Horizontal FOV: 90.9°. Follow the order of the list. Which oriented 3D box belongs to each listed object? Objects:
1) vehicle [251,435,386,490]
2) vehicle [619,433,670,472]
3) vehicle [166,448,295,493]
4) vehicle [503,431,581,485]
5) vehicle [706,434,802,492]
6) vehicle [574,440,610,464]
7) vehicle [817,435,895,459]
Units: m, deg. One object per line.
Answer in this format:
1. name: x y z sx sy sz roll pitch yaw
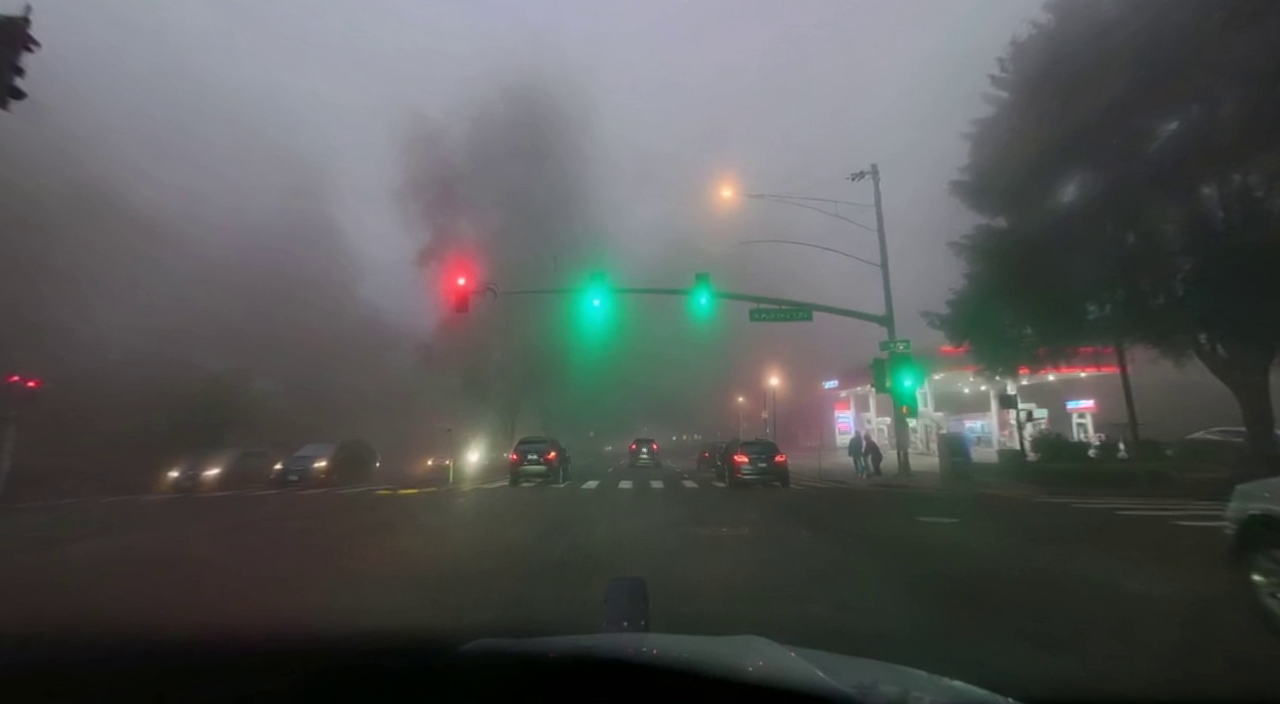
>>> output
1. vehicle: -11.737 4.043 23.571 2.133 1.788 5.468 0 -8 0
2. vehicle: 0.201 4.685 29.555 2.192 1.674 4.124 0 -8 0
3. vehicle: -15.152 4.361 23.651 2.038 1.512 4.072 0 -8 1
4. vehicle: -3.219 3.587 21.537 1.988 1.645 3.995 0 -8 1
5. vehicle: 3.239 3.243 18.848 1.919 1.502 4.572 0 -8 -1
6. vehicle: -3.066 6.494 41.217 1.901 1.483 4.372 0 -8 1
7. vehicle: 15.466 6.805 45.157 4.949 1.587 1.860 -5 -10 30
